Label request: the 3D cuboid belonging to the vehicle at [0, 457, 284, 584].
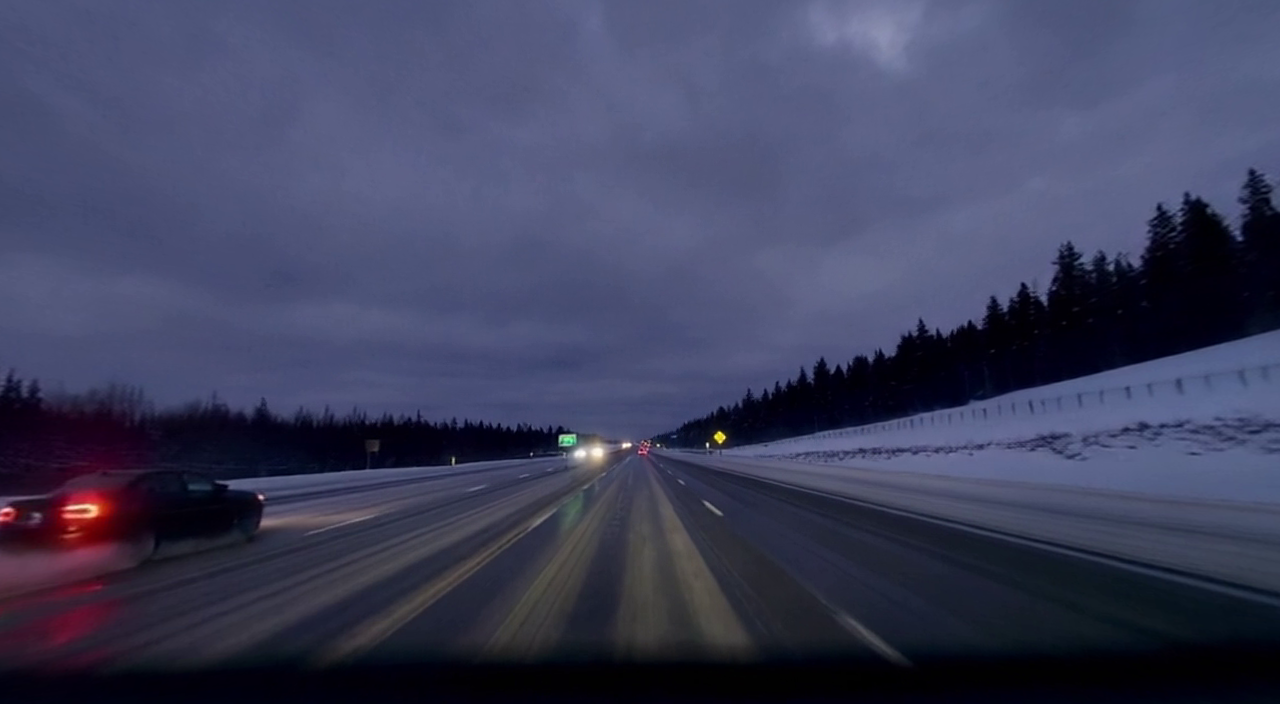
[{"bbox_3d":[-7.510,2.174,9.021,2.165,1.274,4.525,0,-9,0],"label":"vehicle"}]
